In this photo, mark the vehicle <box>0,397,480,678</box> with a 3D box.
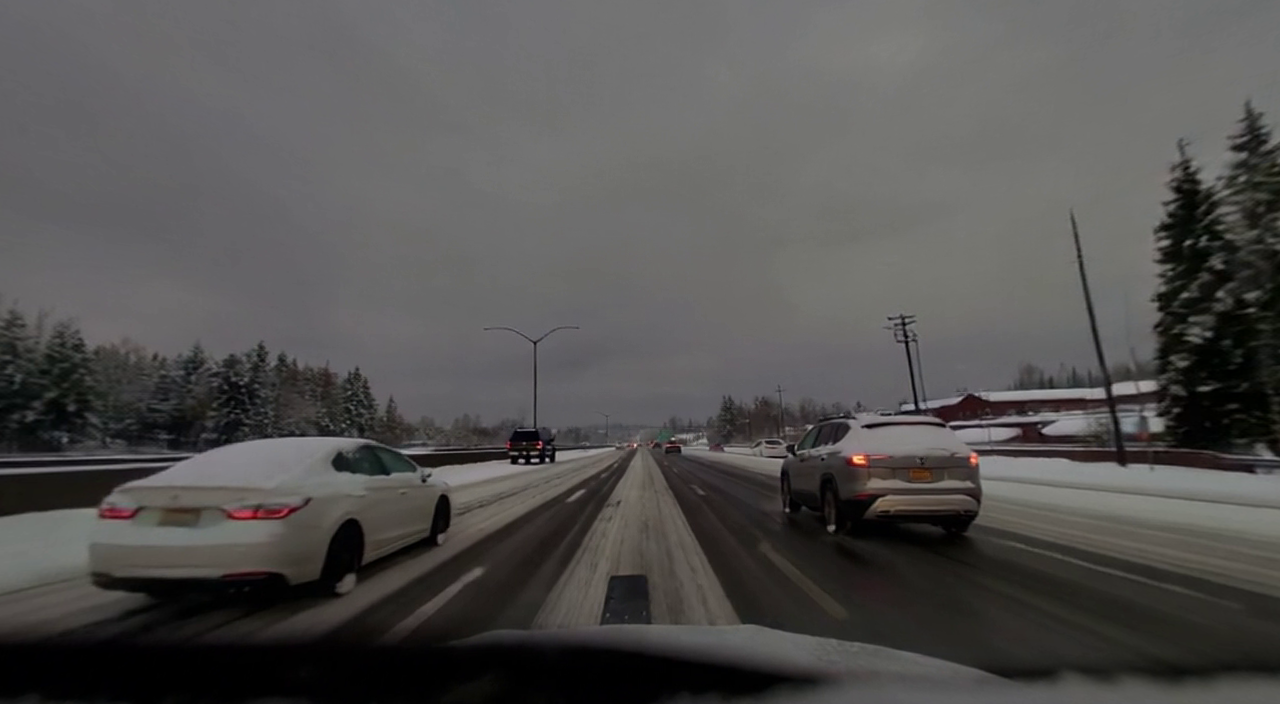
[{"bbox_3d":[-3.197,1.381,5.921,2.080,1.542,4.718,0,-8,1],"label":"vehicle"}]

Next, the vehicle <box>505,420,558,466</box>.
[{"bbox_3d":[-6.961,5.977,41.312,2.362,2.778,6.630,0,-8,0],"label":"vehicle"}]

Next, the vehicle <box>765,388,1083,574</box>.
[{"bbox_3d":[3.359,1.657,8.849,2.148,1.852,4.835,0,-8,0],"label":"vehicle"}]
